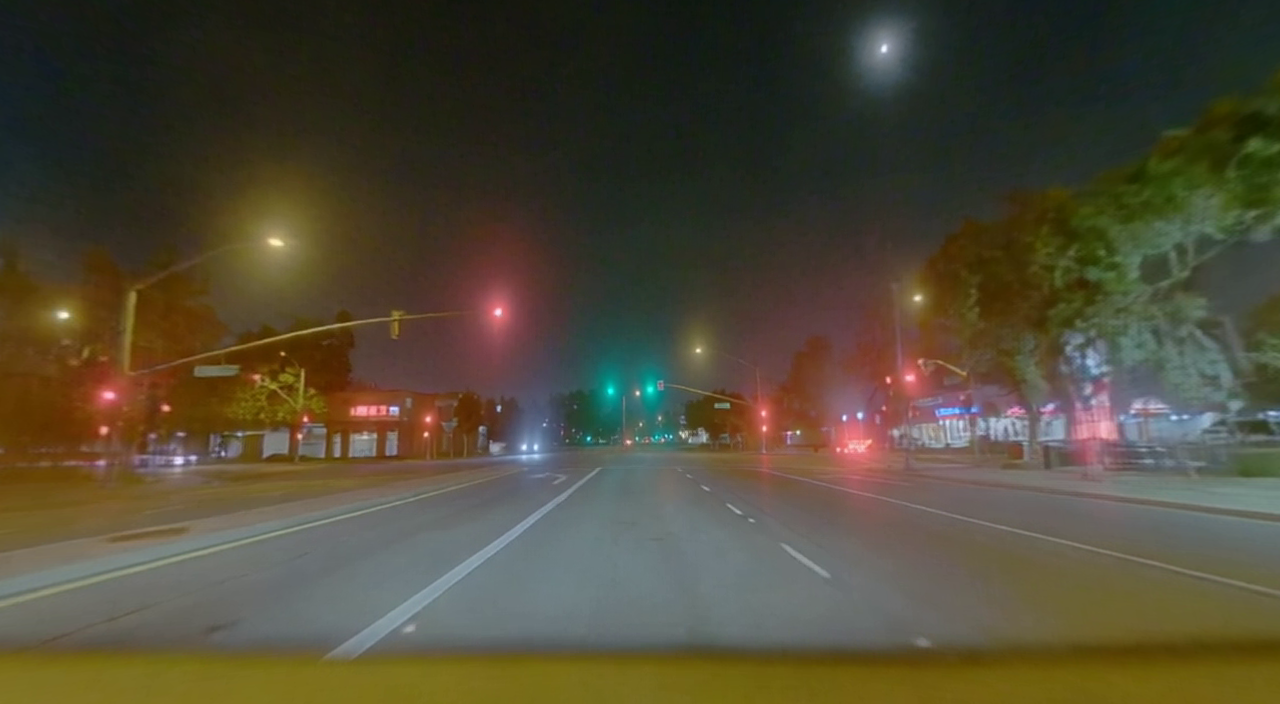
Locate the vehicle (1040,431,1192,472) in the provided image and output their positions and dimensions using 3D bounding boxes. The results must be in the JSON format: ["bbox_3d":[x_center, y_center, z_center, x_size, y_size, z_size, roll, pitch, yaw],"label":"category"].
[{"bbox_3d":[18.840,3.947,25.148,4.545,1.511,1.935,0,-8,-3],"label":"vehicle"}]

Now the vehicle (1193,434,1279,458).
[{"bbox_3d":[41.328,6.487,43.670,4.157,1.552,1.953,-1,-8,2],"label":"vehicle"}]
